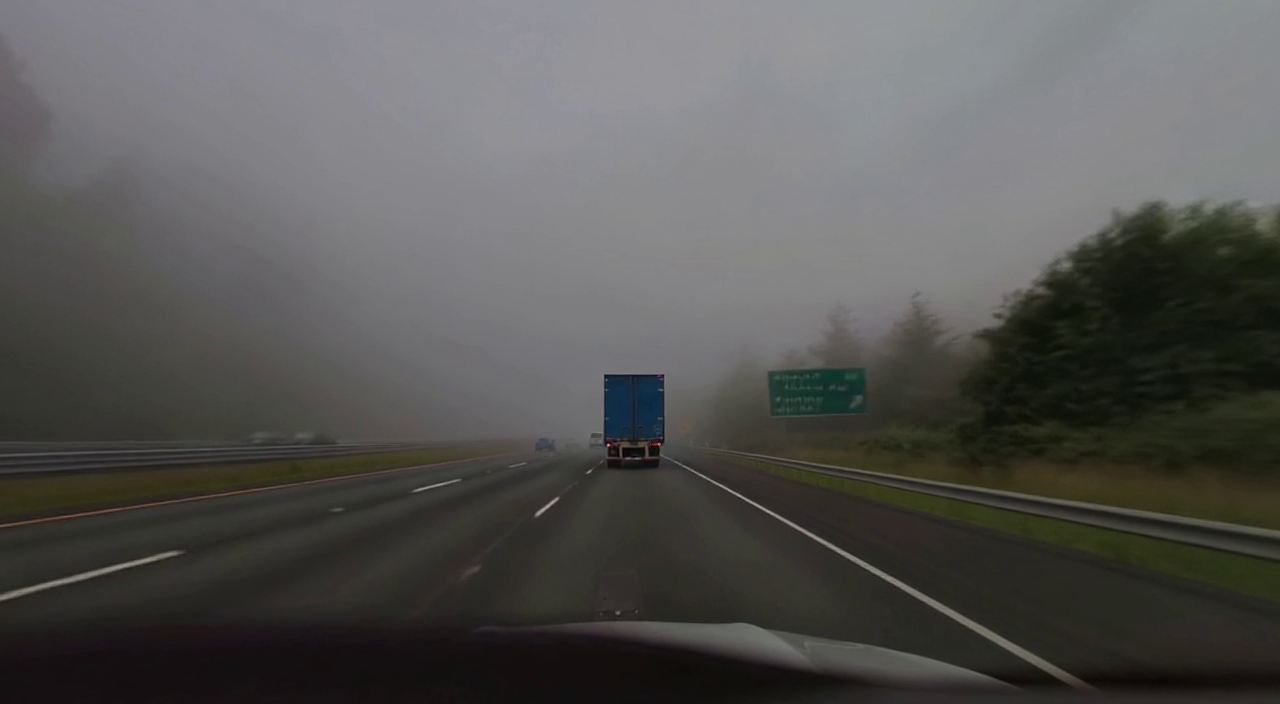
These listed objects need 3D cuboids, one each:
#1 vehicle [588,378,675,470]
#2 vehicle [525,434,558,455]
[{"bbox_3d":[-0.430,3.611,30.651,3.033,3.223,14.836,4,-7,-1],"label":"vehicle"},{"bbox_3d":[-7.183,6.788,46.305,1.856,1.479,3.710,0,-8,0],"label":"vehicle"}]
